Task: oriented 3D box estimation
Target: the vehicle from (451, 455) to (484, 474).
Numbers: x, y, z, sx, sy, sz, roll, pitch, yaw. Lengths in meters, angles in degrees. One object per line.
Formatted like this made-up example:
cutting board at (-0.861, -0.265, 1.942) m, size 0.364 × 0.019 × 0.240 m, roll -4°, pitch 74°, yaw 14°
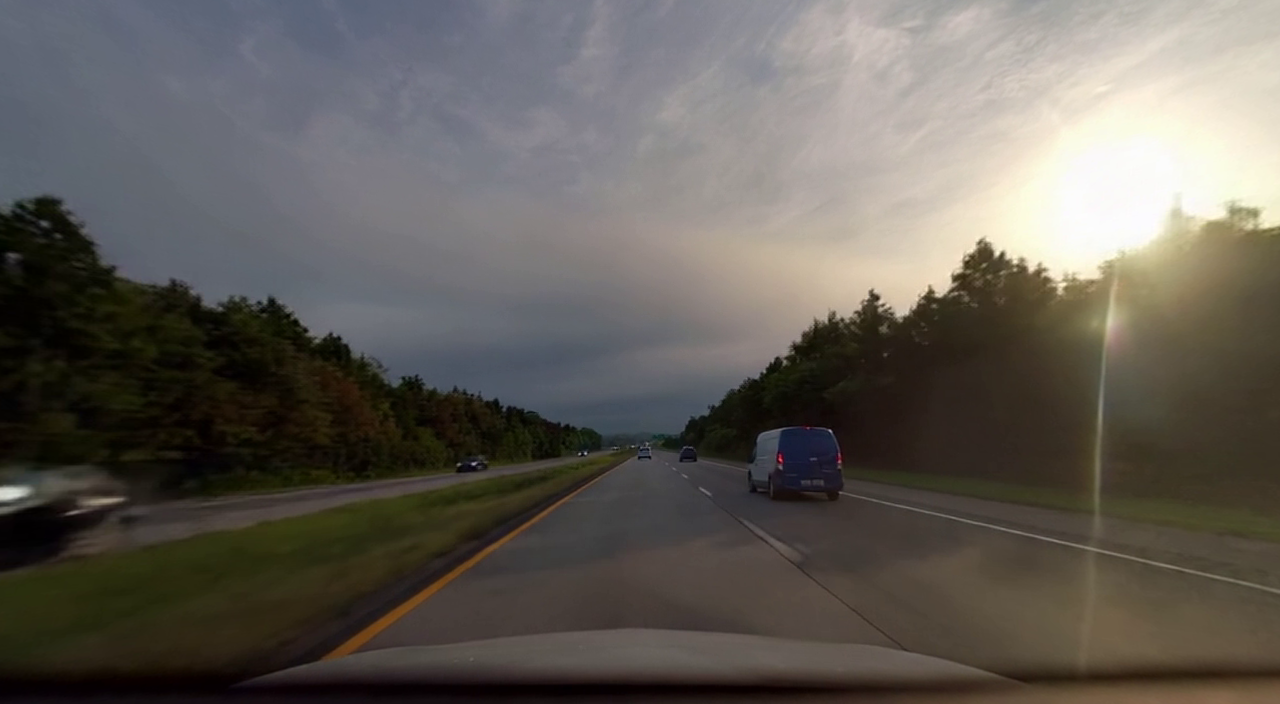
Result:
vehicle at (-12.971, 8.489, 47.491) m, size 1.530 × 1.346 × 3.220 m, roll -1°, pitch -9°, yaw 1°

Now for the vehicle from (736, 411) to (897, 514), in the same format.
vehicle at (3.937, 2.598, 15.168) m, size 2.371 × 2.045 × 4.768 m, roll 0°, pitch -9°, yaw -1°
